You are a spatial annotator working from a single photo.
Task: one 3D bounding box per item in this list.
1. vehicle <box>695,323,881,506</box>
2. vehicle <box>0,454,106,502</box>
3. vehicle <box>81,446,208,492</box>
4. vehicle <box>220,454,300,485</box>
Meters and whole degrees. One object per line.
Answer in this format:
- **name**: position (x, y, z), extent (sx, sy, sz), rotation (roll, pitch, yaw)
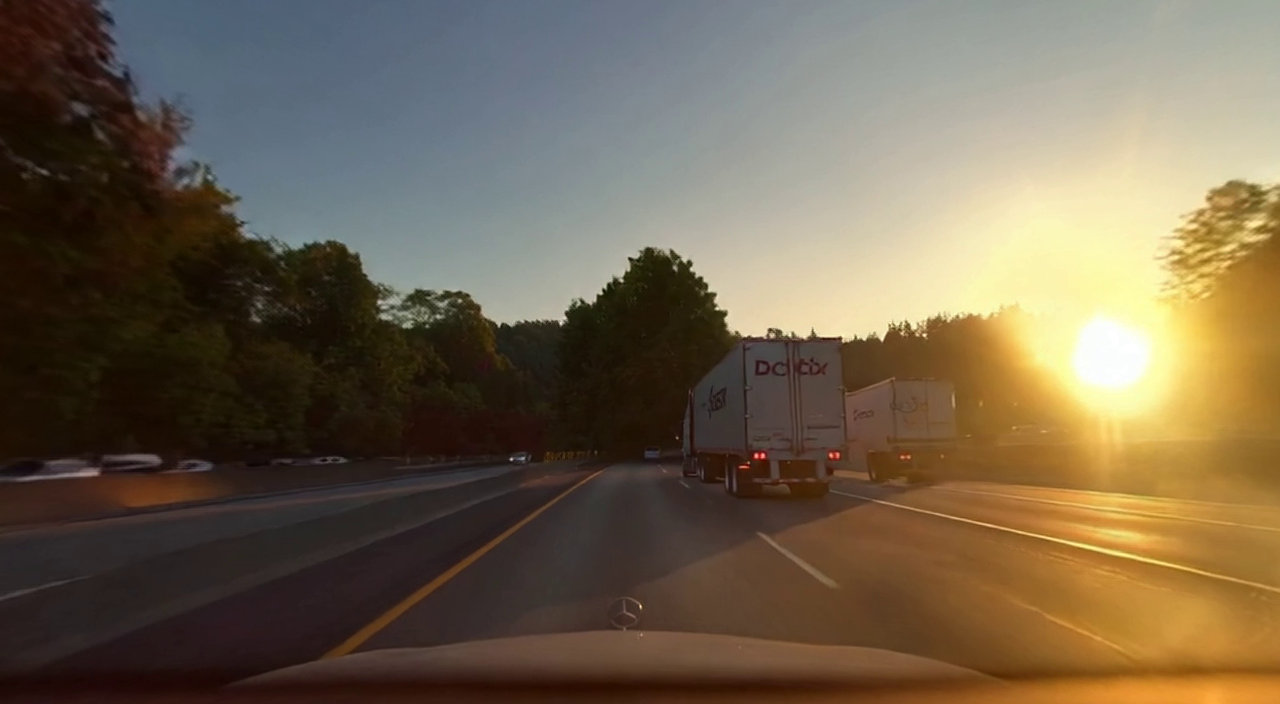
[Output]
- **vehicle**: position (3.633, 2.070, 18.500), extent (3.025, 4.010, 9.542), rotation (0, -9, 0)
- **vehicle**: position (-27.457, 5.626, 28.262), extent (2.059, 1.950, 4.866), rotation (-1, -9, 7)
- **vehicle**: position (-29.981, 7.060, 38.286), extent (2.205, 2.500, 6.257), rotation (-1, -9, 5)
- **vehicle**: position (-21.827, 6.746, 36.245), extent (1.882, 1.581, 4.199), rotation (-1, -9, 2)
